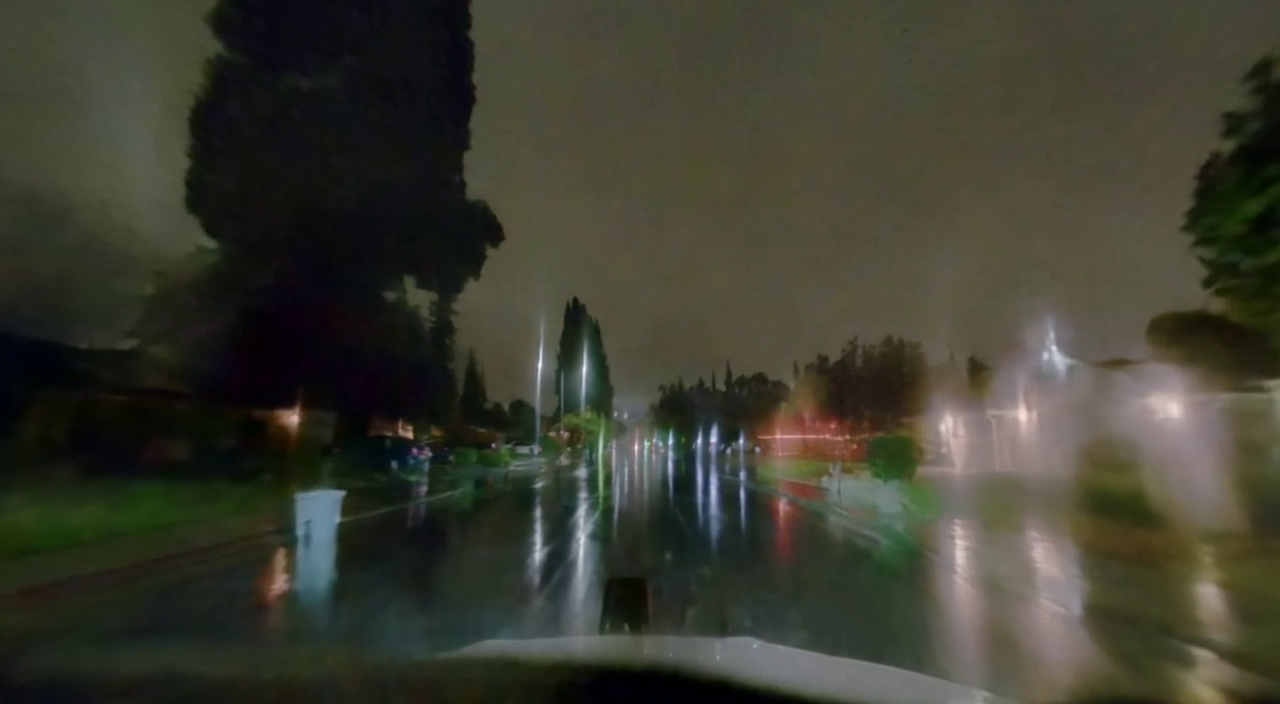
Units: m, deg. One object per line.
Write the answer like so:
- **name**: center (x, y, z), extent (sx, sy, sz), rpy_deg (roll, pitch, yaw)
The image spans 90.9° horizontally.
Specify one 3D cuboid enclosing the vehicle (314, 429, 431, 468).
- **vehicle**: center (-13.406, 4.873, 31.831), extent (4.796, 1.864, 2.328), rpy_deg (-1, -9, 2)
